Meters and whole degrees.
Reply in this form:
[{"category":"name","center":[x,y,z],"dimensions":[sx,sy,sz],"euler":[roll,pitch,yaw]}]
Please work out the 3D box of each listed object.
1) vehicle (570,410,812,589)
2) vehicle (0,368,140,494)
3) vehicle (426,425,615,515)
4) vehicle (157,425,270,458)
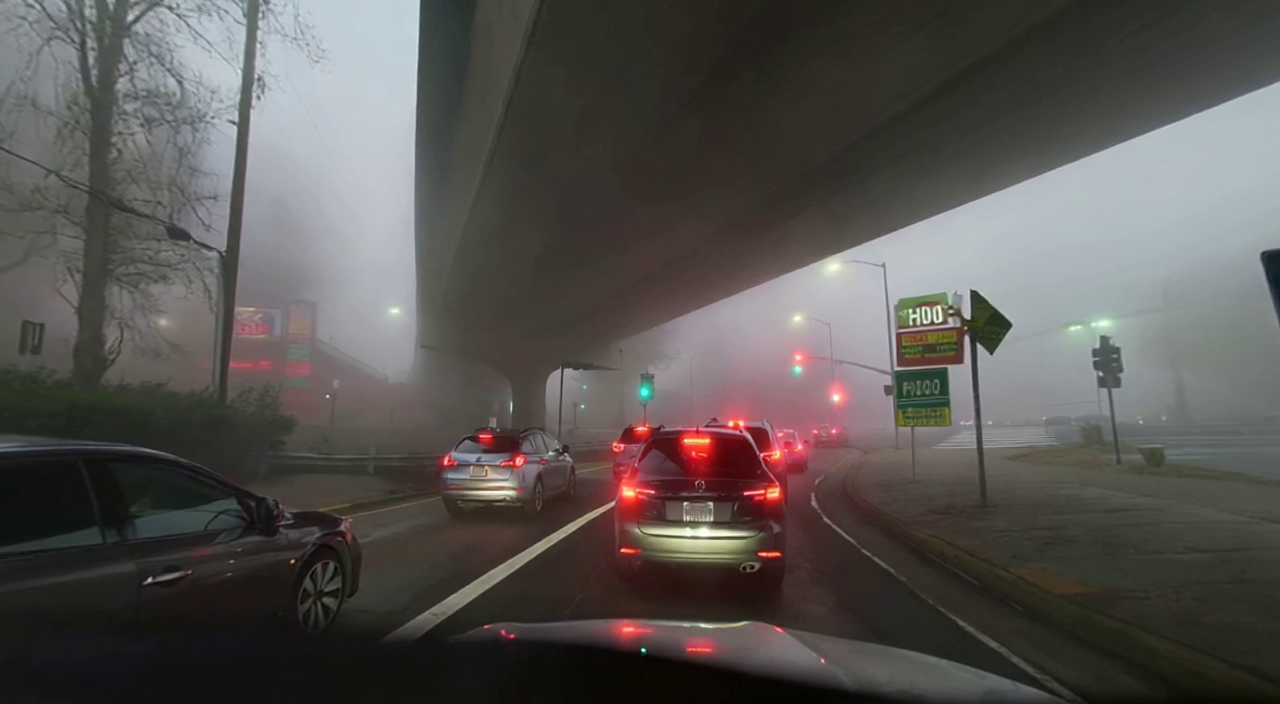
[{"category":"vehicle","center":[0.774,1.648,7.963],"dimensions":[2.195,1.571,4.353],"euler":[-2,-8,9]},{"category":"vehicle","center":[-24.255,2.789,19.861],"dimensions":[13.064,3.755,3.269],"euler":[-2,-8,-13]},{"category":"vehicle","center":[-2.221,2.400,13.391],"dimensions":[2.214,1.519,4.704],"euler":[-2,-9,13]},{"category":"vehicle","center":[-27.325,5.764,40.608],"dimensions":[5.457,2.021,2.213],"euler":[2,-9,-14]}]
